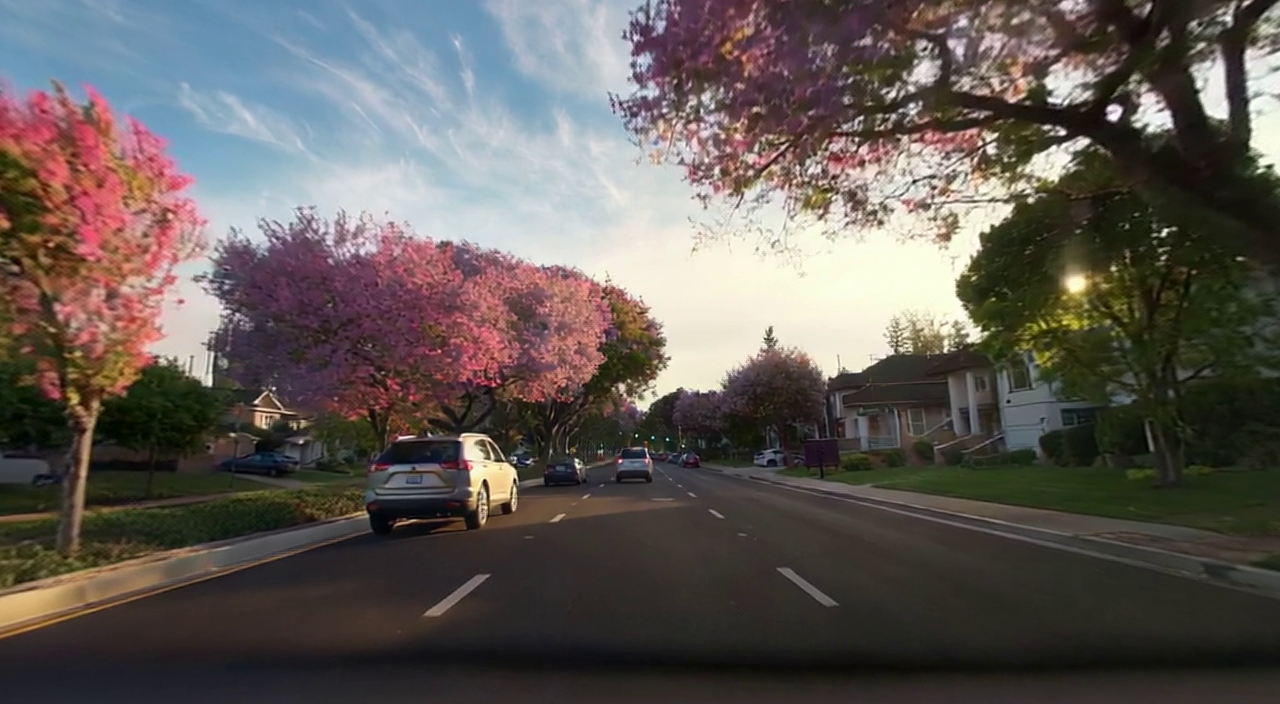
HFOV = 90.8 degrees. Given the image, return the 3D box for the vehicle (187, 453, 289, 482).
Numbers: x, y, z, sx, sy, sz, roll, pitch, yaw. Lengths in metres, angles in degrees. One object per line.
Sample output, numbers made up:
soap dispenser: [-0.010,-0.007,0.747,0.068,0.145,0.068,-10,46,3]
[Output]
vehicle: [-28.586,8.213,45.182,5.692,1.926,2.274,3,-9,-18]

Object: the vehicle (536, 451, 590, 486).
vehicle: [-3.674,5.624,30.807,2.066,1.565,3.905,0,-8,1]

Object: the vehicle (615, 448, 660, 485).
vehicle: [-0.118,5.431,30.214,1.997,1.636,3.760,0,-8,0]

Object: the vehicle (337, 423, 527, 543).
vehicle: [-3.806,2.482,12.689,2.161,1.919,4.798,0,-8,0]
